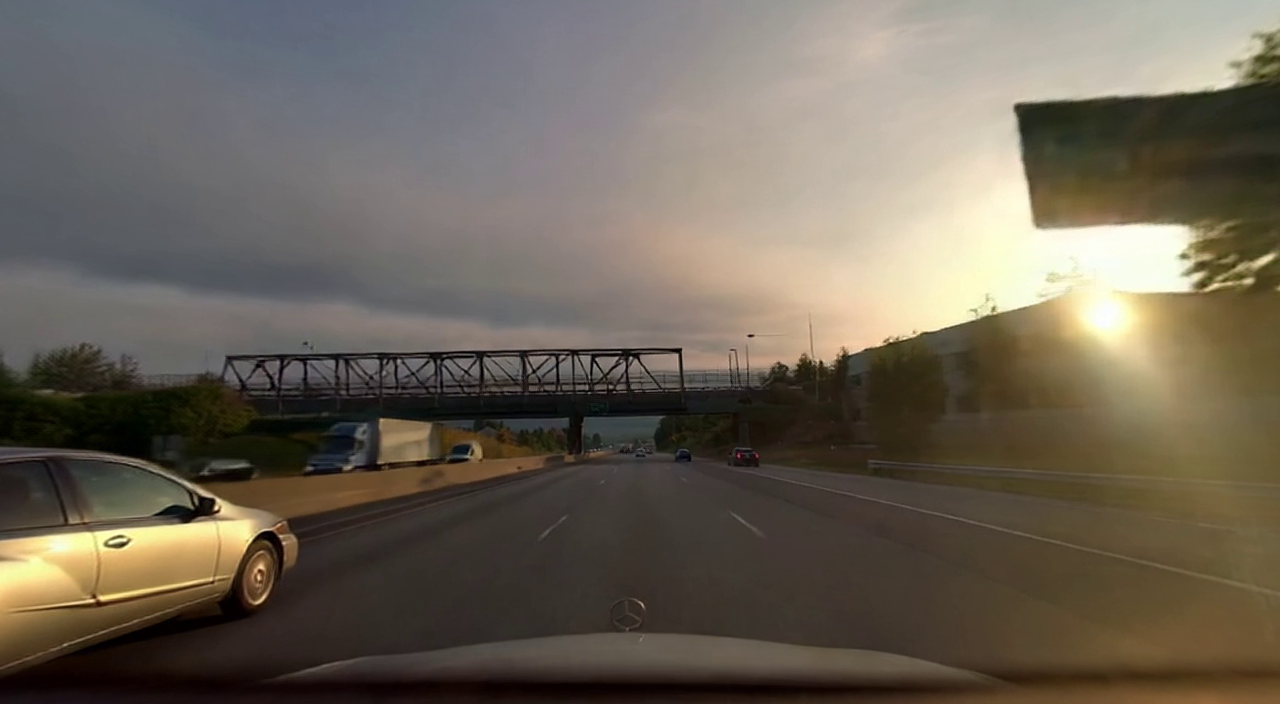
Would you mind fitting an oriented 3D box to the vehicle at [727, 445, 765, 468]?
[{"bbox_3d":[7.325,7.216,43.810,1.923,1.516,3.815,0,-9,-1],"label":"vehicle"}]

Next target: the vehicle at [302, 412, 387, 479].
[{"bbox_3d":[-18.855,6.030,40.627,2.993,4.001,4.790,0,-9,0],"label":"vehicle"}]

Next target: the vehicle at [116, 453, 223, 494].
[{"bbox_3d":[-22.309,5.751,30.123,1.882,1.759,4.163,0,-9,-1],"label":"vehicle"}]
